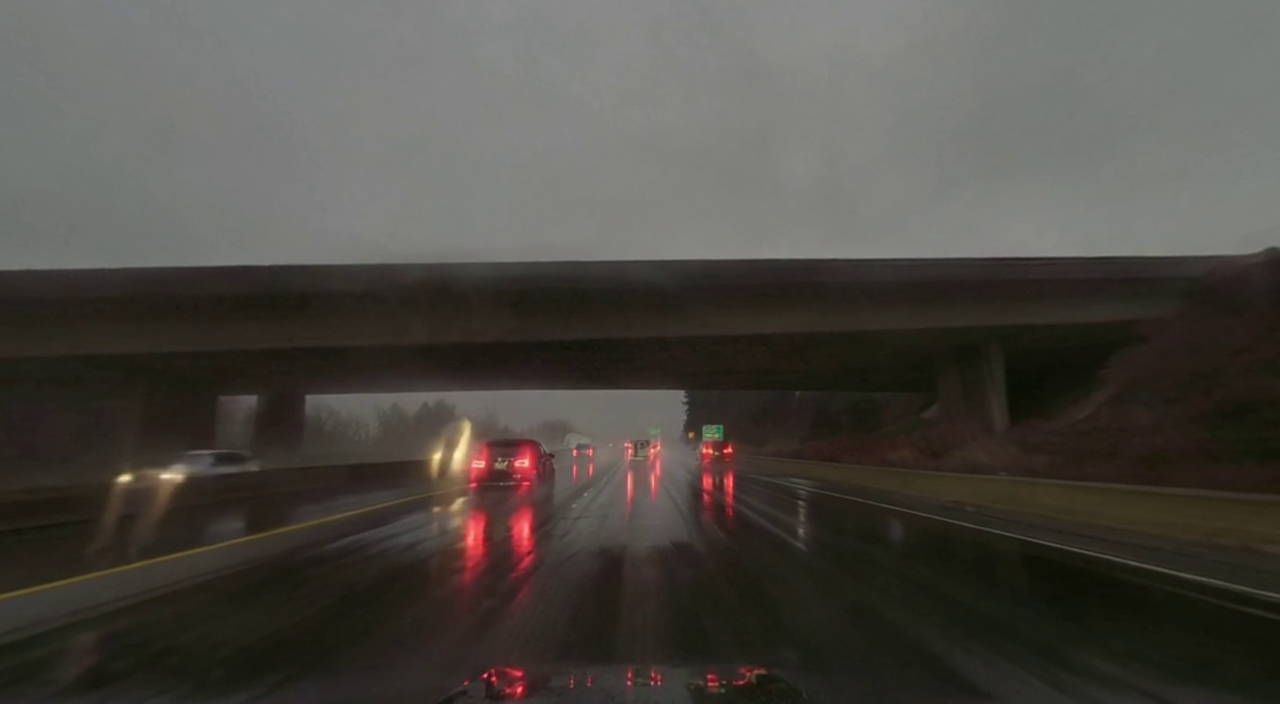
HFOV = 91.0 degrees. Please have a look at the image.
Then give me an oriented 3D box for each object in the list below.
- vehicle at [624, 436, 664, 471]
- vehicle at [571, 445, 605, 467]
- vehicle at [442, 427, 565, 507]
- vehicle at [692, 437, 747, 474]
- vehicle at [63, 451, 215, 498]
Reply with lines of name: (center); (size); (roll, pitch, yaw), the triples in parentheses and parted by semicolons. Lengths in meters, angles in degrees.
vehicle: (0.199, 5.856, 36.510); (2.155, 1.909, 4.529); (0, -9, 0)
vehicle: (-3.637, 7.353, 44.714); (1.994, 1.475, 4.171); (0, -9, 0)
vehicle: (-3.279, 2.879, 16.180); (2.089, 1.751, 4.515); (0, -9, 0)
vehicle: (4.118, 5.485, 33.457); (2.231, 1.807, 4.588); (0, -9, -1)
vehicle: (-18.737, 4.551, 23.872); (1.905, 1.558, 4.504); (0, -9, 3)
